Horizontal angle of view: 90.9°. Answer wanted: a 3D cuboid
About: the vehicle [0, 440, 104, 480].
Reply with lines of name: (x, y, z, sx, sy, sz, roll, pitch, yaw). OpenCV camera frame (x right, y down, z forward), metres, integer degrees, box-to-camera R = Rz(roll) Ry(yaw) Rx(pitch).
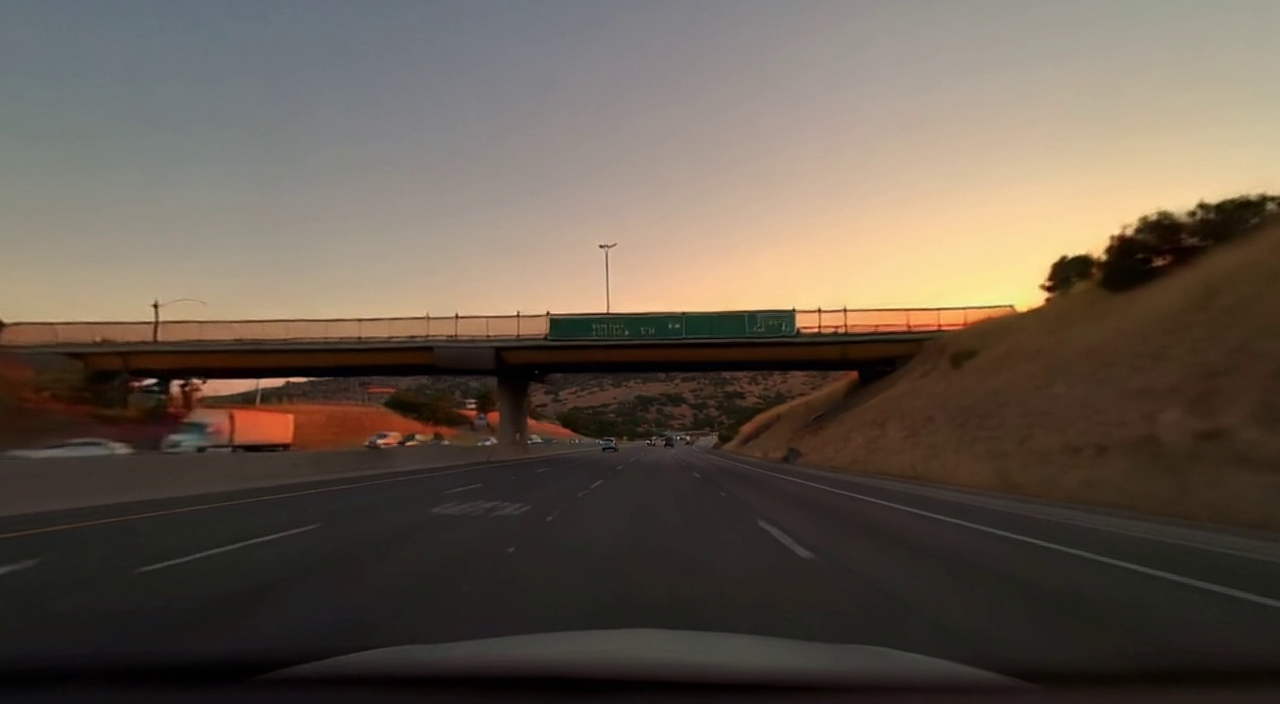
vehicle: (-24.627, 4.318, 25.467, 1.805, 1.456, 4.597, 0, -9, 1)

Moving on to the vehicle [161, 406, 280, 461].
vehicle: (-31.633, 6.311, 48.153, 2.915, 3.769, 8.545, 0, -9, 1)
